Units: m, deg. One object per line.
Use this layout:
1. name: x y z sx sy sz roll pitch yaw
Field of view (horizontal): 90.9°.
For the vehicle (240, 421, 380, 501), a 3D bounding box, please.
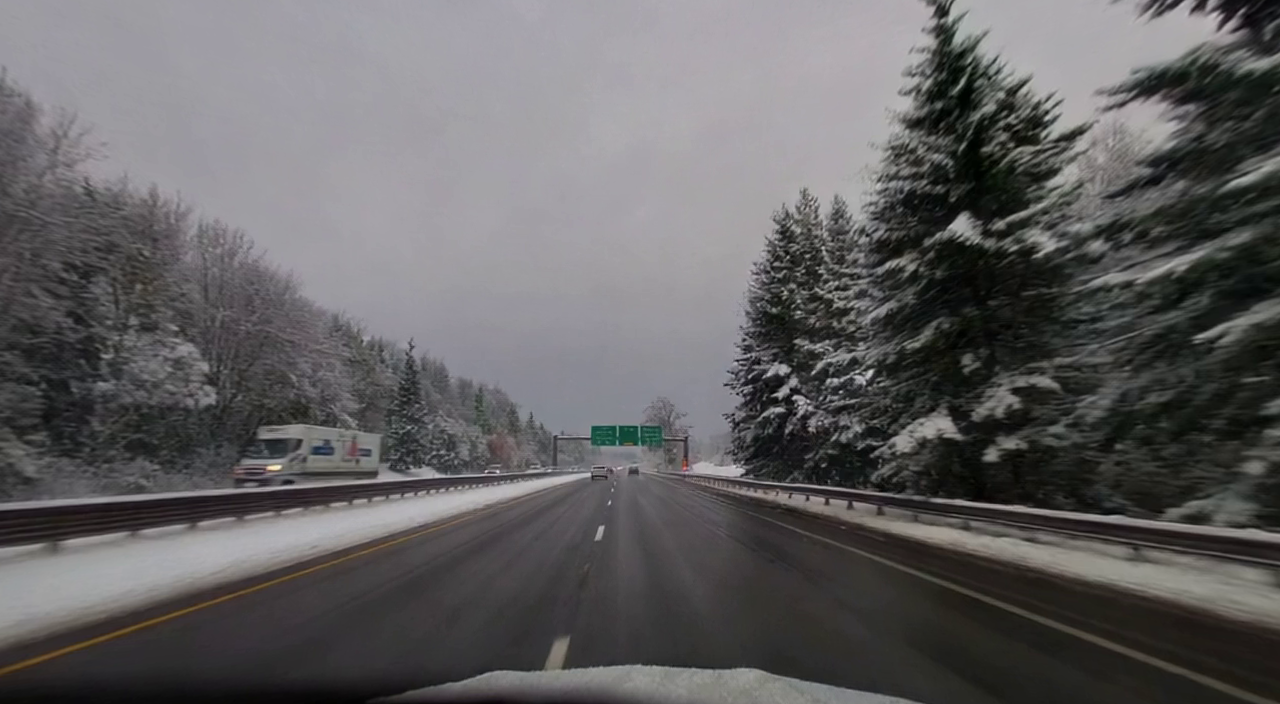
1. vehicle: -15.599 5.341 30.620 2.688 3.314 7.619 1 -11 -1
